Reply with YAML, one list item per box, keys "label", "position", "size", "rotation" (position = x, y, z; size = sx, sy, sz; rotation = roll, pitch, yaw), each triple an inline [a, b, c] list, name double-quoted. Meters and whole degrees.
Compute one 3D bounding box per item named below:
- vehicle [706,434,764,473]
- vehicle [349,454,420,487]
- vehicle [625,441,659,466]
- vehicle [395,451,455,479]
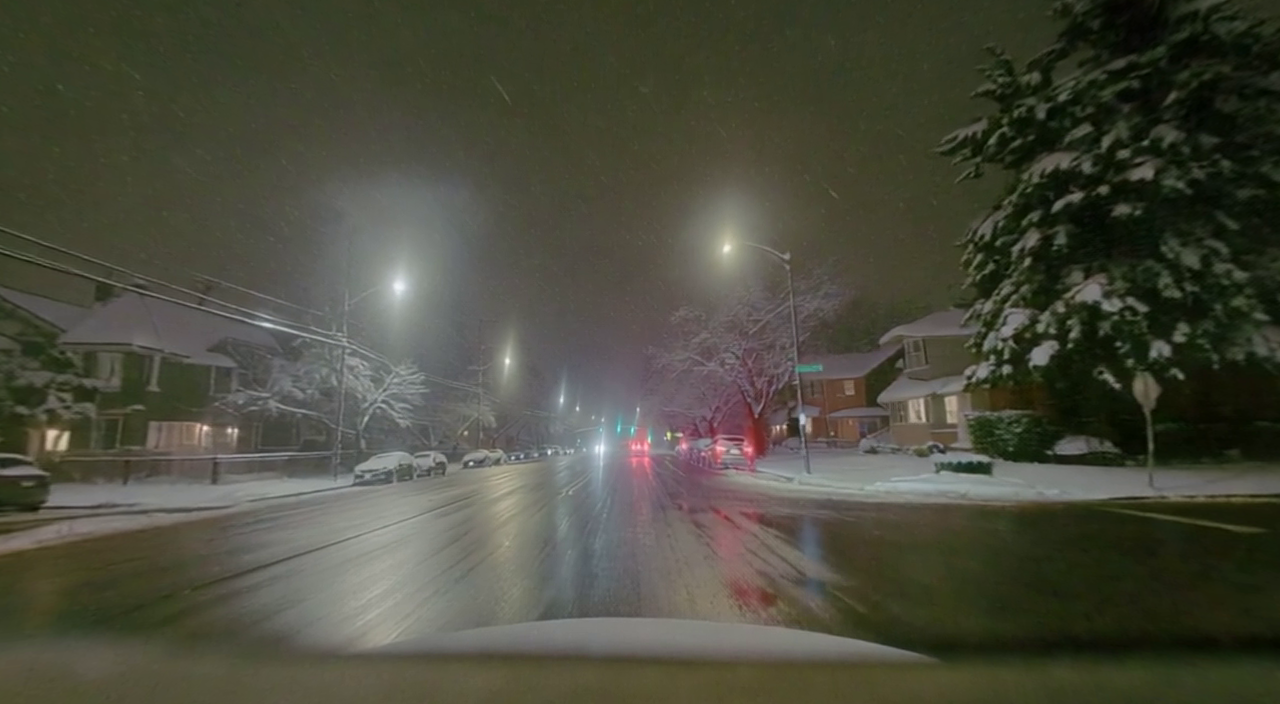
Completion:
- label: "vehicle"
  position: [4.707, 5.136, 32.030]
  size: [2.022, 1.799, 5.105]
  rotation: [0, -8, -2]
- label: "vehicle"
  position: [-12.954, 6.008, 32.324]
  size: [1.834, 1.467, 4.357]
  rotation: [0, -8, 0]
- label: "vehicle"
  position: [0.073, 6.267, 39.280]
  size: [2.022, 1.471, 3.973]
  rotation: [0, -8, -1]
- label: "vehicle"
  position: [-12.847, 6.785, 38.085]
  size: [1.880, 1.523, 4.833]
  rotation: [0, -8, 1]
